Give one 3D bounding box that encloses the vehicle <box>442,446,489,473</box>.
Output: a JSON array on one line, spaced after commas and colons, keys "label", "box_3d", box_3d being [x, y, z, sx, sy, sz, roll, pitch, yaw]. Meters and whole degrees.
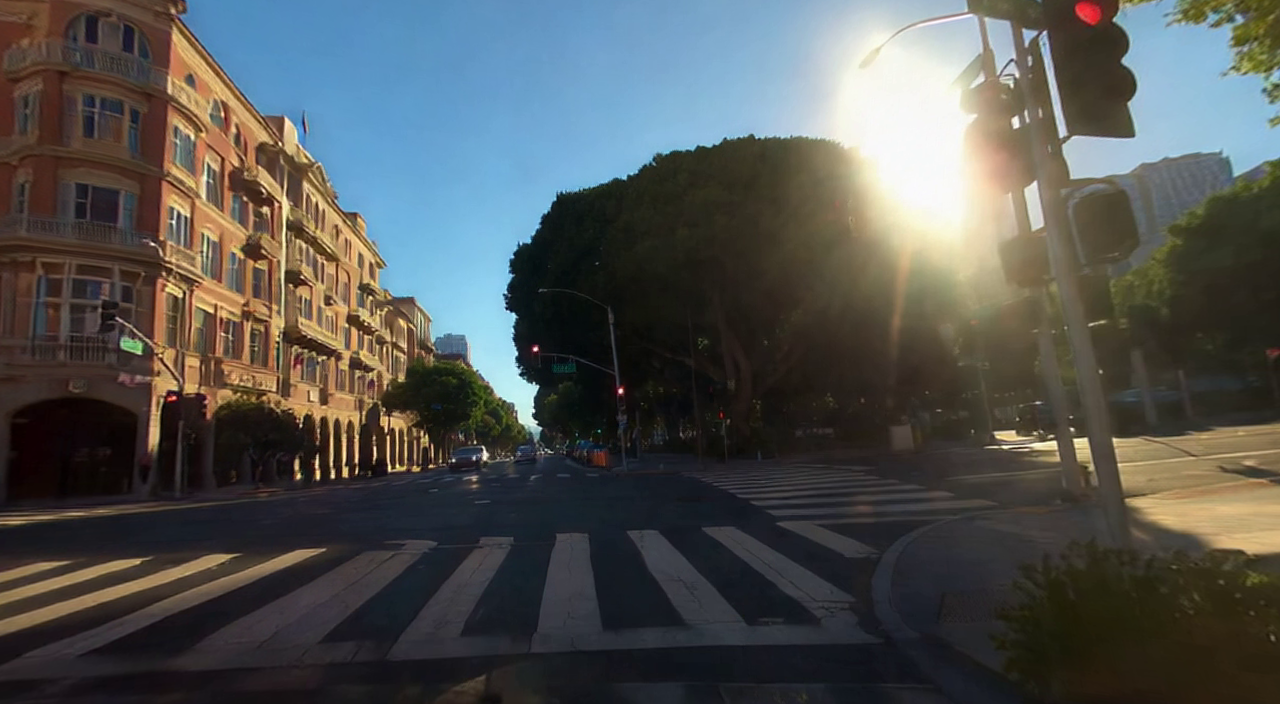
[{"label": "vehicle", "box_3d": [-10.452, 6.468, 38.153, 2.196, 1.503, 4.371, 1, -8, -8]}]
